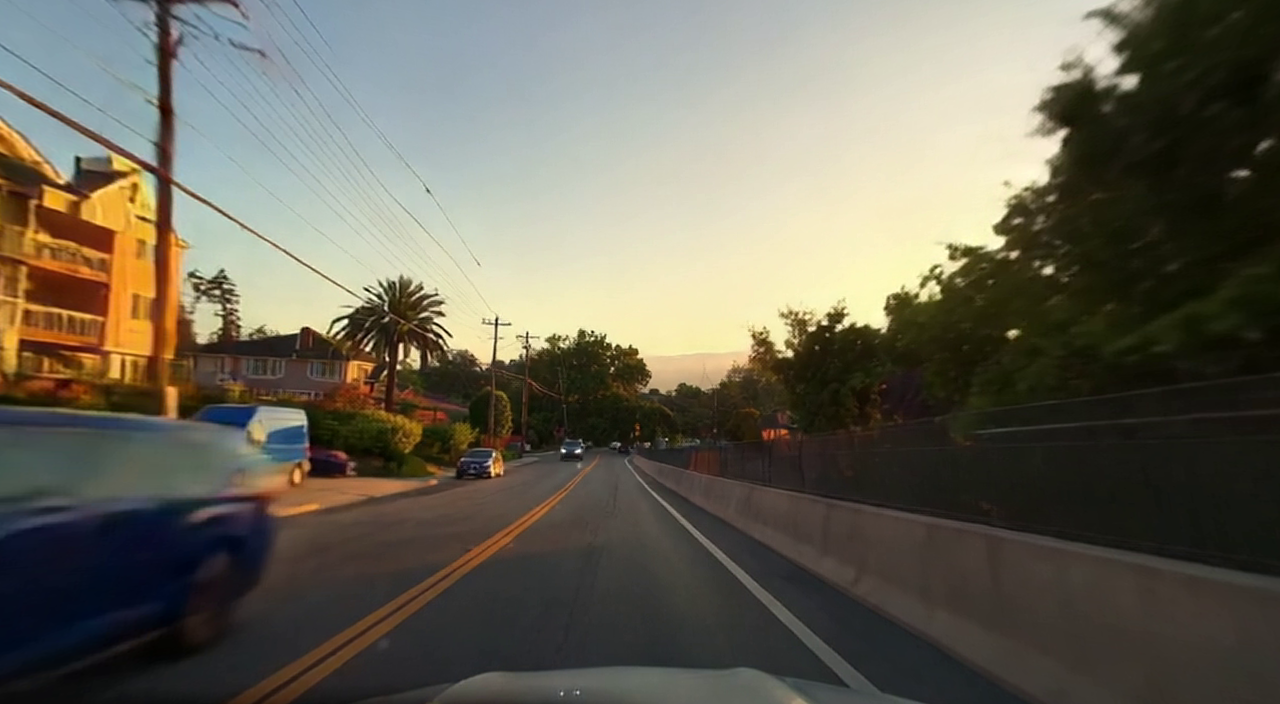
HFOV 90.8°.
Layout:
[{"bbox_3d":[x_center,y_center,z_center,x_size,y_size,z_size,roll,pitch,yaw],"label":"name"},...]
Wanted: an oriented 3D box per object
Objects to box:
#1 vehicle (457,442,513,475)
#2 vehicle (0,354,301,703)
[{"bbox_3d":[-7.804,5.410,32.257,1.863,1.522,4.901,0,-9,-3],"label":"vehicle"},{"bbox_3d":[-3.657,0.863,2.543,2.103,1.690,4.508,0,-8,-1],"label":"vehicle"}]
